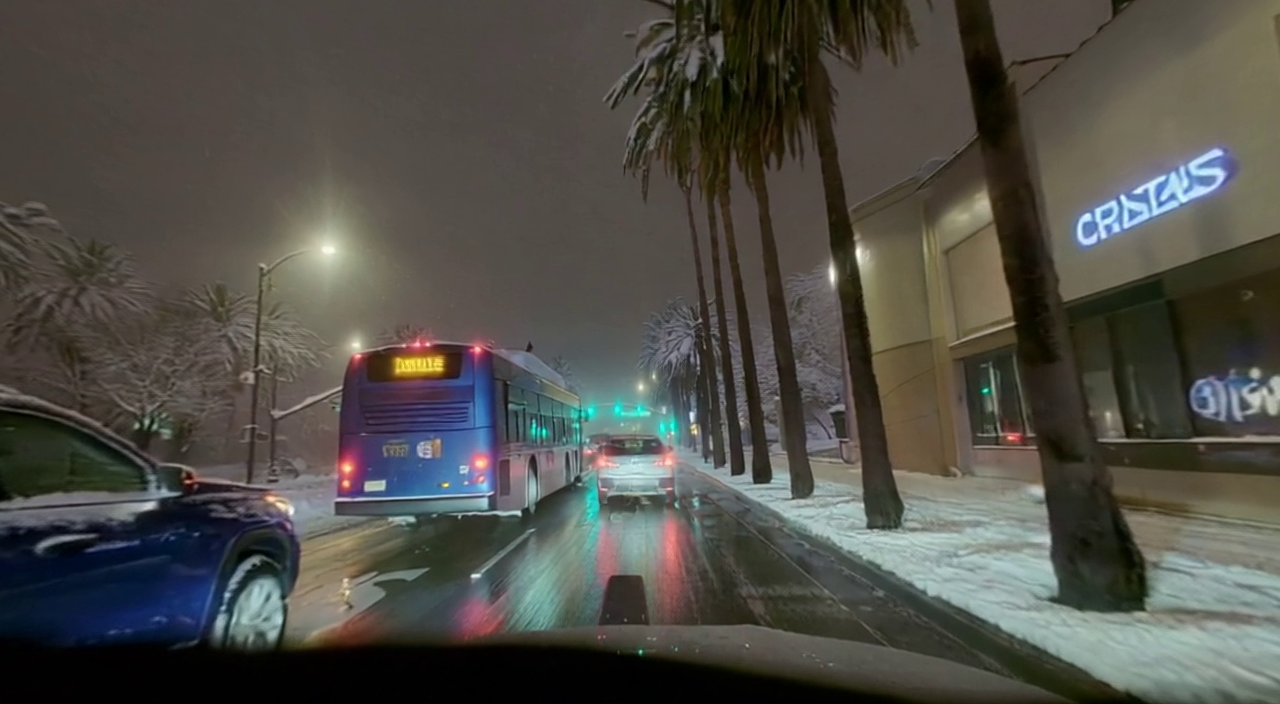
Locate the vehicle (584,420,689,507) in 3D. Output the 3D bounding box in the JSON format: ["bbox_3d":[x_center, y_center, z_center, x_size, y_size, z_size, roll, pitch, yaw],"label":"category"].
[{"bbox_3d":[-0.070,2.534,14.682,2.120,1.727,3.917,0,-8,0],"label":"vehicle"}]

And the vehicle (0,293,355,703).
[{"bbox_3d":[-3.064,0.739,2.039,2.124,1.799,4.587,0,-8,0],"label":"vehicle"}]

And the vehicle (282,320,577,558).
[{"bbox_3d":[-3.109,1.695,12.334,2.775,3.064,8.297,0,-8,1],"label":"vehicle"}]
